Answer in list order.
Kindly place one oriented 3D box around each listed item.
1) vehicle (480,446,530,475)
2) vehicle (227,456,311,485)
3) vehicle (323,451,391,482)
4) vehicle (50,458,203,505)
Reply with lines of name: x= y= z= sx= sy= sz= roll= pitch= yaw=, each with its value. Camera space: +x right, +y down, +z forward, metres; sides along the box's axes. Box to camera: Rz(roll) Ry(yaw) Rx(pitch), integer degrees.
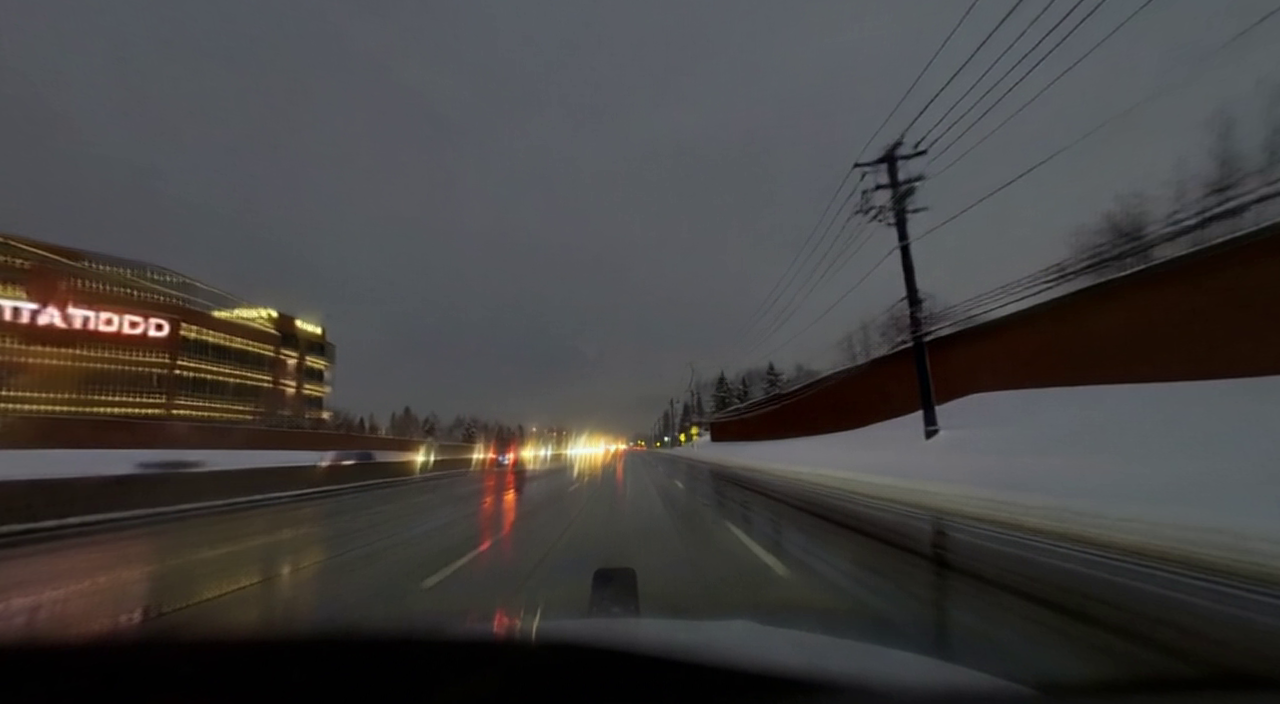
vehicle: x=-7.756 y=6.253 z=36.588 sx=2.013 sy=1.574 sz=3.923 roll=0 pitch=-9 yaw=0
vehicle: x=-22.074 y=7.022 z=37.850 sx=1.954 sy=1.514 sz=4.983 roll=0 pitch=-9 yaw=0
vehicle: x=-14.907 y=6.023 z=33.464 sx=1.759 sy=1.469 sz=3.876 roll=0 pitch=-9 yaw=0
vehicle: x=-18.778 y=4.710 z=23.438 sx=1.905 sy=1.462 sz=4.471 roll=0 pitch=-9 yaw=0
